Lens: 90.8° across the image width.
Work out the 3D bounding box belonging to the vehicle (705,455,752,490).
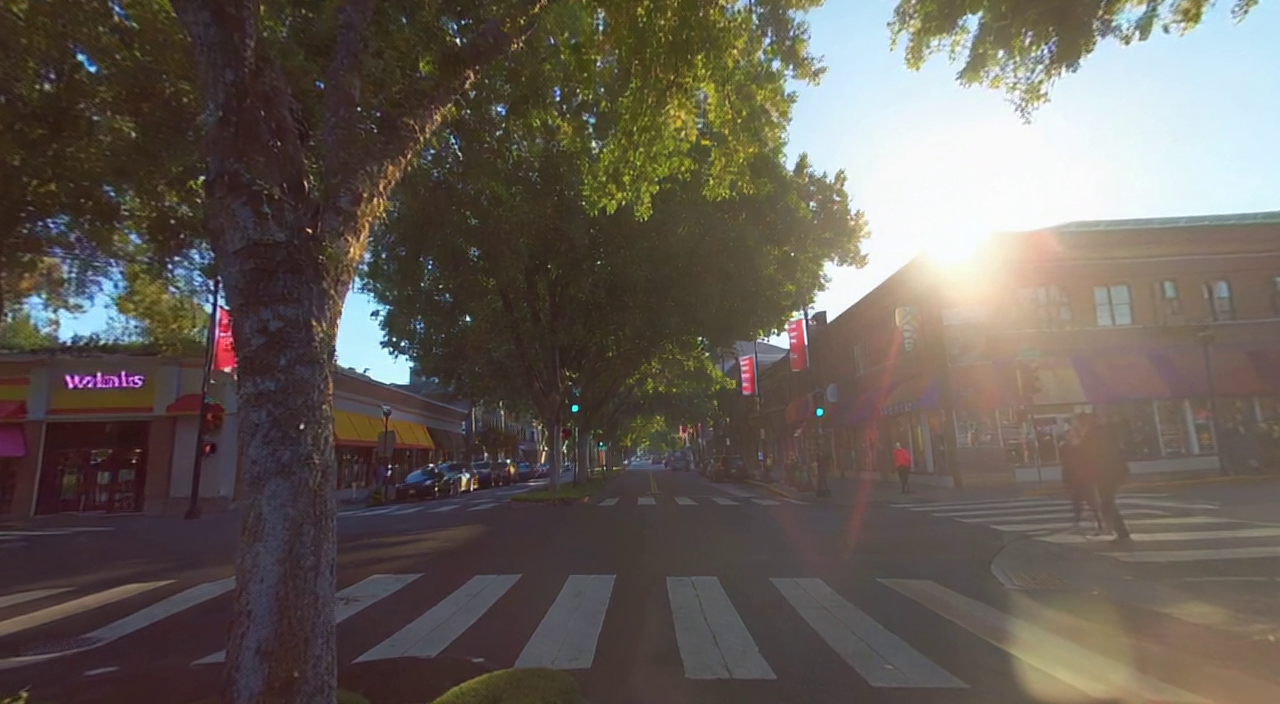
[{"bbox_3d":[5.193,7.115,37.715,2.010,1.844,4.386,0,-8,-2],"label":"vehicle"}]

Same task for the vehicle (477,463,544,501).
[{"bbox_3d":[-5.744,5.830,28.613,1.983,1.438,4.559,0,-8,1],"label":"vehicle"}]

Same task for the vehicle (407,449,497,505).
[{"bbox_3d":[-8.809,5.853,30.309,2.489,2.323,5.843,0,-8,1],"label":"vehicle"}]
